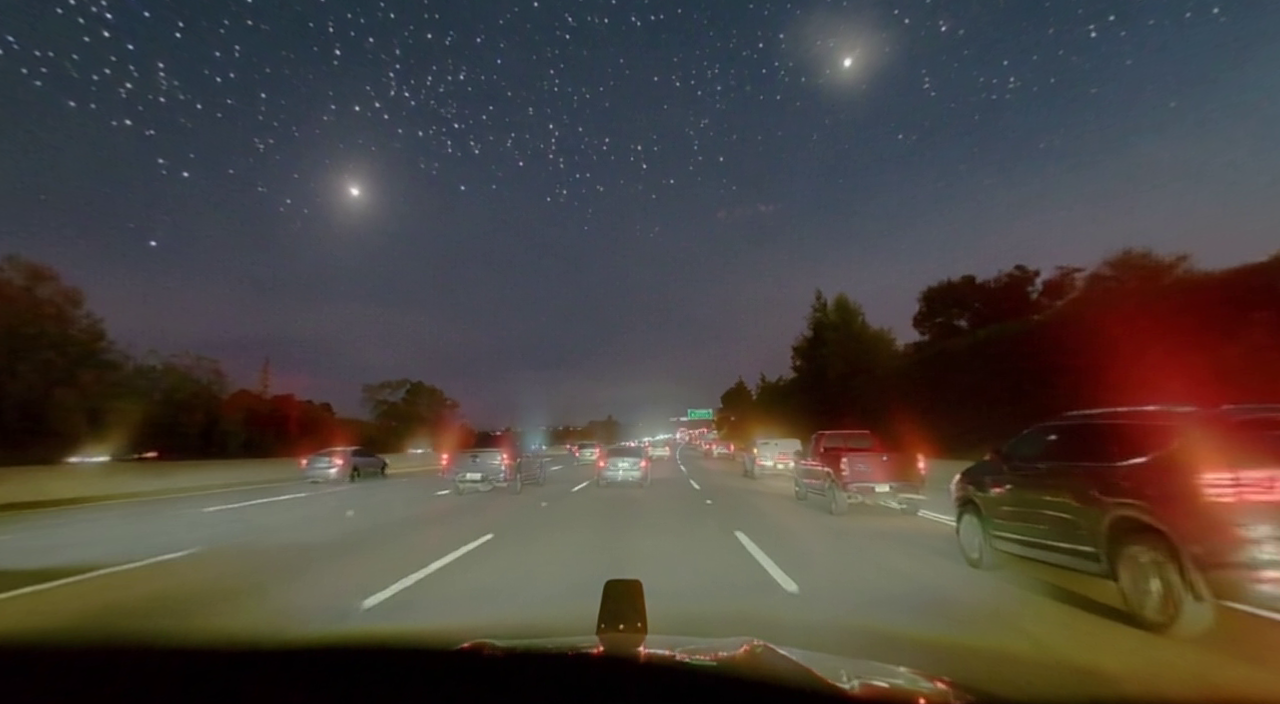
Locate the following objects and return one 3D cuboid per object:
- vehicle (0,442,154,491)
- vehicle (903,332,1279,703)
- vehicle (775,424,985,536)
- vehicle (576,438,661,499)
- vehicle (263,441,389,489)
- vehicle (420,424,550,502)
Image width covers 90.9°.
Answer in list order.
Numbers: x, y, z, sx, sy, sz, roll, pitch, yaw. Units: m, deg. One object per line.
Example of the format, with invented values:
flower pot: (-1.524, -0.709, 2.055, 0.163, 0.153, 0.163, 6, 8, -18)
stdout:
vehicle: (-22.596, 4.486, 25.224, 2.110, 1.748, 5.051, -1, -8, 2)
vehicle: (3.886, 1.062, 4.547, 2.003, 1.778, 4.658, 0, -8, 1)
vehicle: (3.878, 2.139, 11.194, 1.984, 1.567, 4.475, 0, -8, 1)
vehicle: (-0.472, 3.156, 17.510, 2.070, 1.456, 4.029, 0, -8, 1)
vehicle: (-10.859, 3.923, 22.281, 1.907, 1.508, 4.608, -1, -8, 3)
vehicle: (-4.045, 3.016, 17.638, 2.110, 1.811, 5.585, 0, -8, 1)
